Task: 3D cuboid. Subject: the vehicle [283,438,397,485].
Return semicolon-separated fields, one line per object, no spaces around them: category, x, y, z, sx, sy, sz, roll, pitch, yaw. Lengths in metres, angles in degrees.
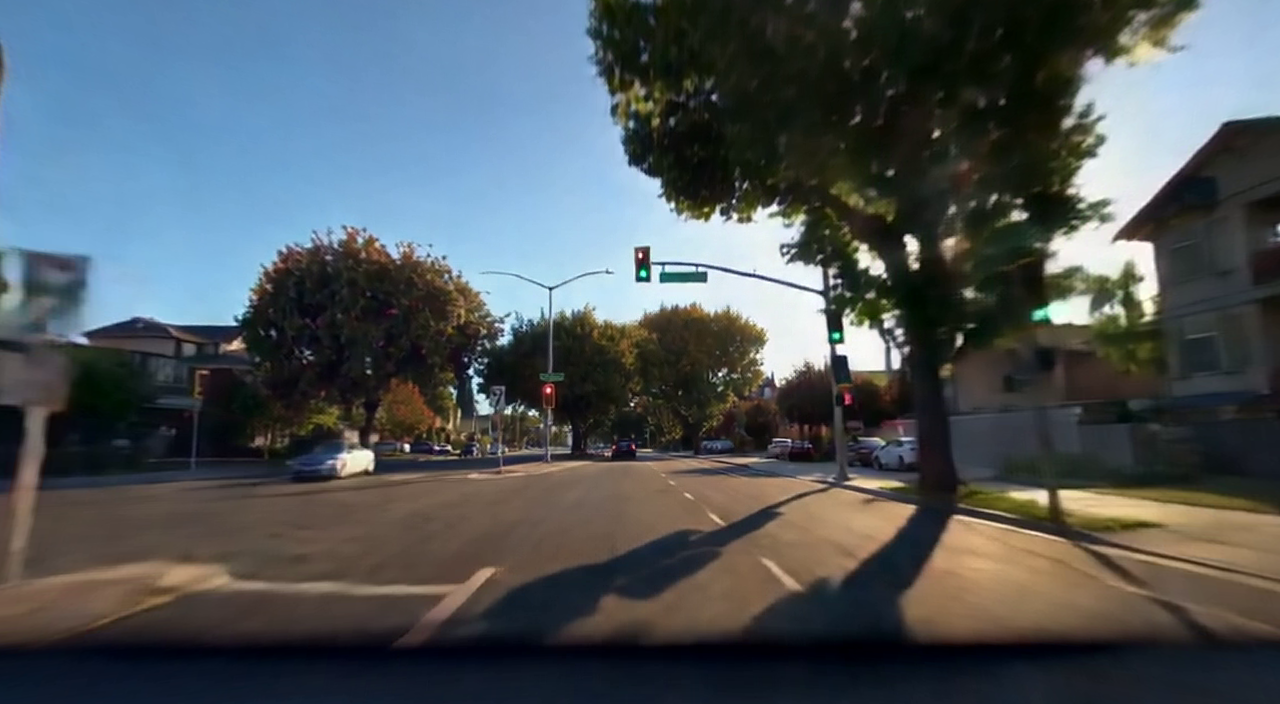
vehicle;-10.669;3.910;22.873;1.995;1.485;4.560;0;-8;-1

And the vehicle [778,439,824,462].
vehicle;11.048;6.771;43.473;1.838;1.443;4.563;0;-8;-2

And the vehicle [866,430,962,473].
vehicle;11.668;4.272;27.234;2.018;1.665;4.576;0;-8;-1

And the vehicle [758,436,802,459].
vehicle;10.776;7.404;48.910;2.156;1.689;4.774;0;-8;-1

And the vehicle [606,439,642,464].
vehicle;-0.976;6.069;38.612;2.113;1.462;4.203;0;-8;-1
